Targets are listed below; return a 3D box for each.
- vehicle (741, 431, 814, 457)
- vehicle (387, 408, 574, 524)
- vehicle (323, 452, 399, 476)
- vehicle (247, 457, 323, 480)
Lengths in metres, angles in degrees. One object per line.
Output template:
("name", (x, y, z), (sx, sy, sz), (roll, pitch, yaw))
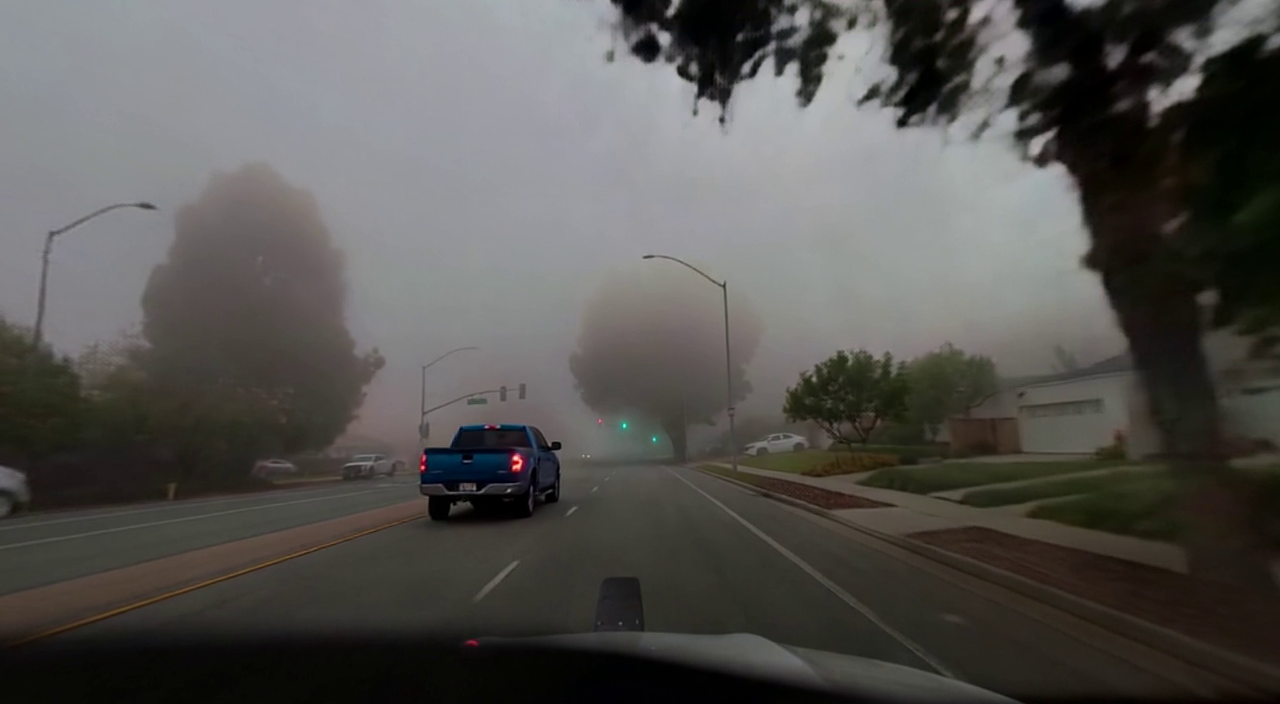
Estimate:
("vehicle", (10.215, 6.891, 47.181), (4.882, 1.839, 2.243), (1, -9, -6))
("vehicle", (-3.087, 2.432, 14.001), (2.508, 2.001, 5.880), (0, -9, 1))
("vehicle", (-21.171, 8.492, 48.085), (4.669, 1.745, 2.156), (0, -9, 1))
("vehicle", (-26.795, 8.781, 47.810), (4.497, 1.634, 1.991), (0, -9, -2))
